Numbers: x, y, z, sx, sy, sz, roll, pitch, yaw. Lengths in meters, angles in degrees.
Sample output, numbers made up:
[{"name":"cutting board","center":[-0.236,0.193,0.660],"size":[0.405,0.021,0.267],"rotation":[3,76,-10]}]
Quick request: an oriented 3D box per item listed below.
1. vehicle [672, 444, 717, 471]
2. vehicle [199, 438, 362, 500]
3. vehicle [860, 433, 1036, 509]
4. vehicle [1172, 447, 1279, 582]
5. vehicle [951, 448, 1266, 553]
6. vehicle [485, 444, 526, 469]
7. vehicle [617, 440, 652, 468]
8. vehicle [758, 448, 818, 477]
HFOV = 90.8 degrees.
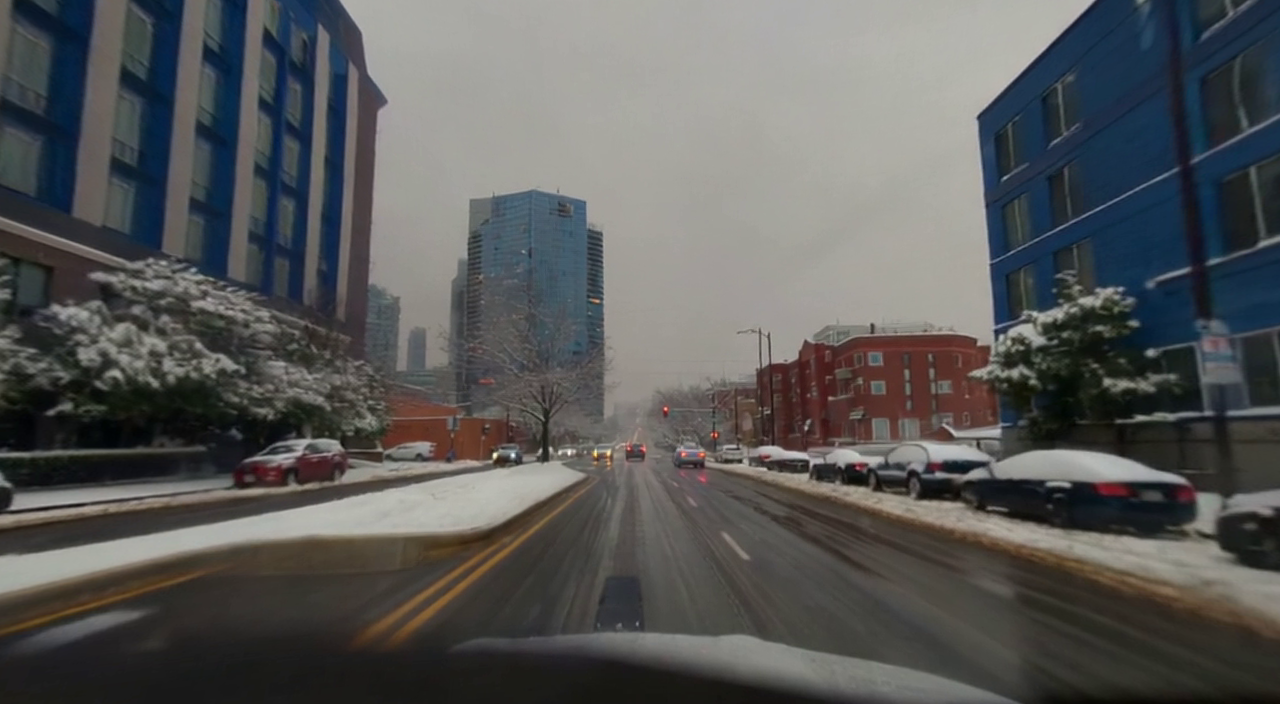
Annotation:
[{"name":"vehicle","center":[3.211,6.344,38.288],"size":[2.238,1.499,4.964],"rotation":[0,-8,0]},{"name":"vehicle","center":[-14.462,4.710,26.111],"size":[2.822,2.230,6.145],"rotation":[0,-9,3]},{"name":"vehicle","center":[8.144,3.198,17.408],"size":[2.310,1.753,4.814],"rotation":[0,-9,-1]},{"name":"vehicle","center":[8.064,1.614,5.814],"size":[2.030,1.444,4.832],"rotation":[0,-8,-1]},{"name":"vehicle","center":[8.052,2.535,11.686],"size":[2.075,1.467,4.800],"rotation":[0,-8,-1]},{"name":"vehicle","center":[-10.151,7.920,48.058],"size":[2.212,1.784,4.626],"rotation":[0,-8,-2]},{"name":"vehicle","center":[-0.409,7.239,45.117],"size":[2.329,1.842,4.537],"rotation":[0,-8,-1]},{"name":"vehicle","center":[8.101,6.067,35.026],"size":[2.054,1.455,4.786],"rotation":[0,-8,-2]}]
